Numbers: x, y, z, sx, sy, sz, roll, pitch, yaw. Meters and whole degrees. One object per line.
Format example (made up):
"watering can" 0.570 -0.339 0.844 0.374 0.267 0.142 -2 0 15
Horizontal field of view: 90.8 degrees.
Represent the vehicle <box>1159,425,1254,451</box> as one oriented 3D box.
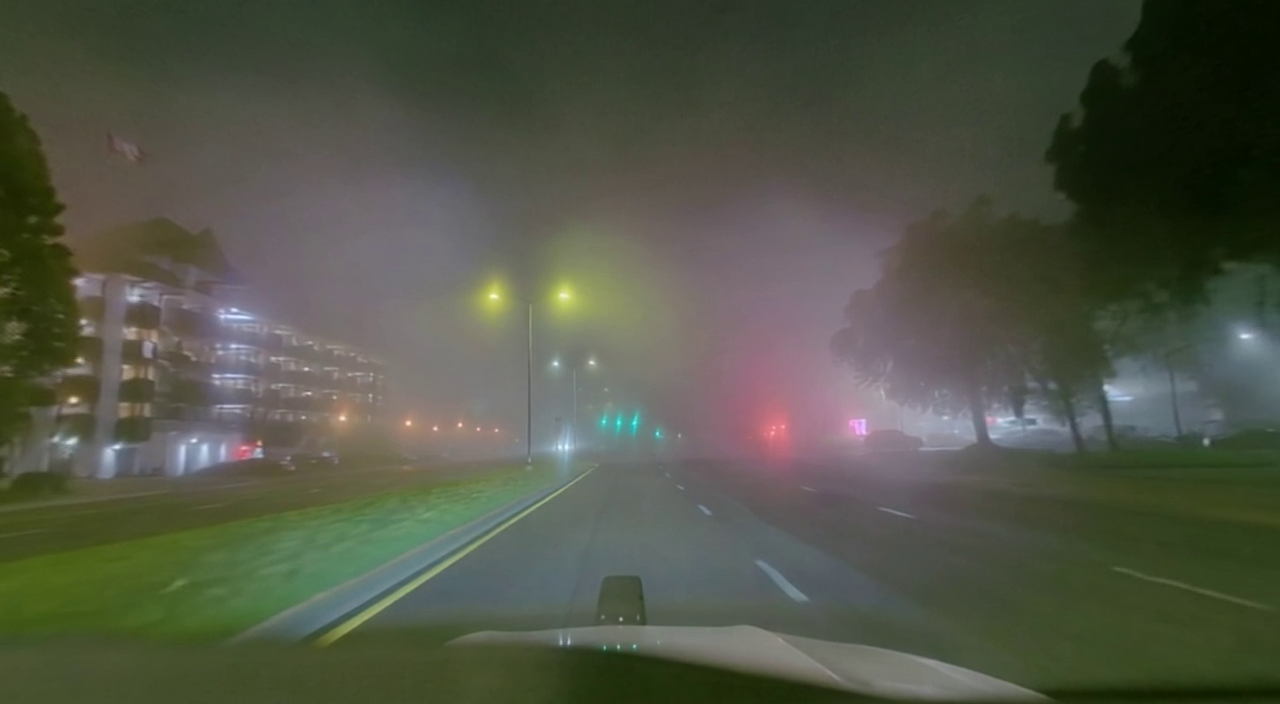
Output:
"vehicle" 35.903 5.476 40.236 1.858 1.507 4.593 1 -7 1
